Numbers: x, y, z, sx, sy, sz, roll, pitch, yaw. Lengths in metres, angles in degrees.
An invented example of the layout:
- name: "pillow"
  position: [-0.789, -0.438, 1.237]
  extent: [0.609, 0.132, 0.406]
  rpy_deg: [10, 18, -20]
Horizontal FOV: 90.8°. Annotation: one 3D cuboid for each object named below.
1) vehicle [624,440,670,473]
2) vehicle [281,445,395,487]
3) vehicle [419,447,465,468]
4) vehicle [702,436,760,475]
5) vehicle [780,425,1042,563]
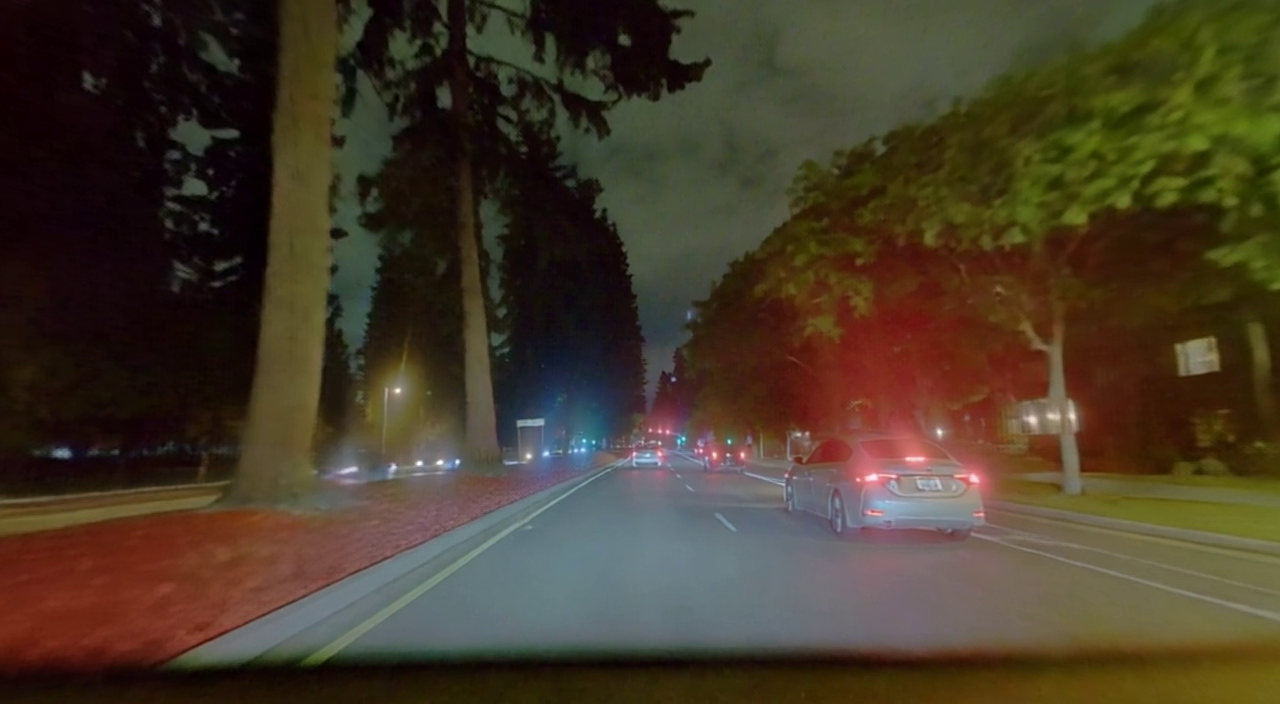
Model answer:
- name: "vehicle"
  position: [0.377, 4.996, 30.494]
  extent: [2.082, 1.473, 4.028]
  rpy_deg: [0, -8, 2]
- name: "vehicle"
  position: [-11.570, 4.382, 24.658]
  extent: [2.123, 1.453, 4.712]
  rpy_deg: [0, -8, 0]
- name: "vehicle"
  position: [-14.618, 7.781, 46.905]
  extent: [1.843, 1.453, 4.425]
  rpy_deg: [0, -8, 2]
- name: "vehicle"
  position: [4.077, 4.736, 29.092]
  extent: [2.074, 1.652, 4.340]
  rpy_deg: [0, -9, 0]
- name: "vehicle"
  position: [3.496, 1.896, 9.195]
  extent: [1.985, 1.529, 4.147]
  rpy_deg: [0, -8, 0]
